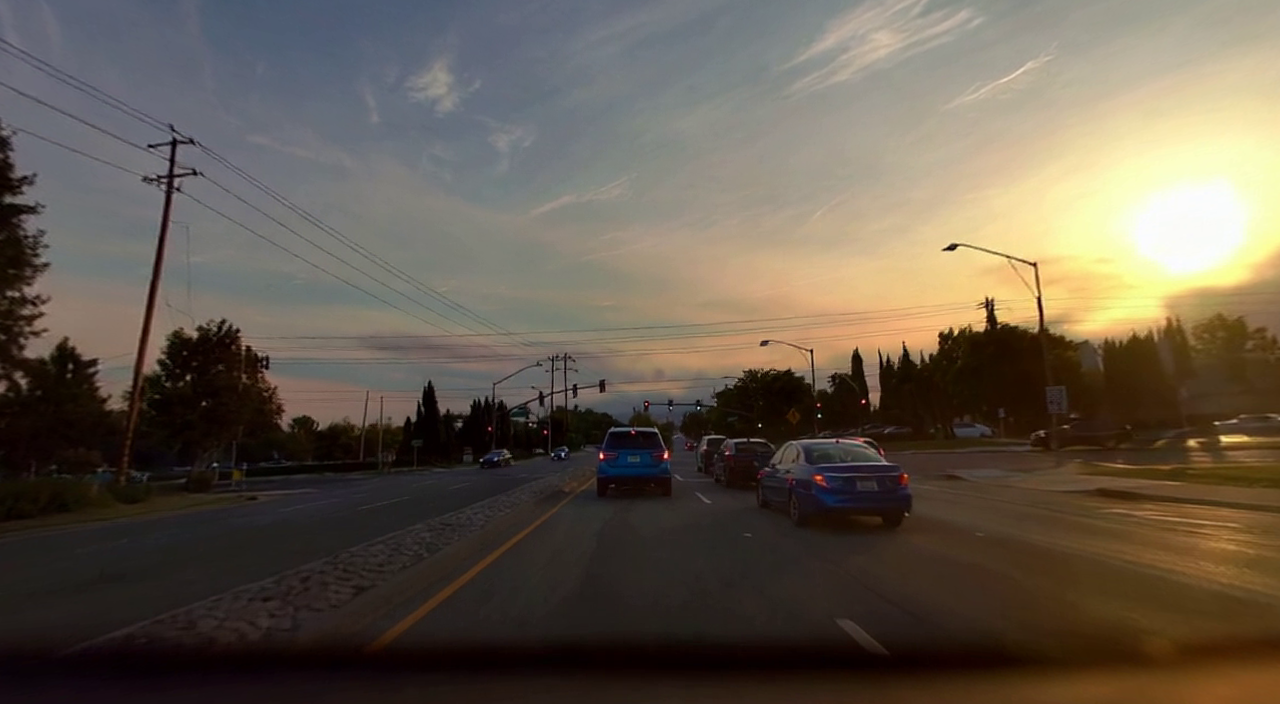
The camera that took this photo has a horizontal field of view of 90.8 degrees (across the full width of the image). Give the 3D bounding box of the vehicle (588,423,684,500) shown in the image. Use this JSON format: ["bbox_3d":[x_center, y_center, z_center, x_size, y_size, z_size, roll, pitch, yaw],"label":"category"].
[{"bbox_3d":[-0.120,2.958,17.354,2.300,1.821,4.254,0,-9,-1],"label":"vehicle"}]

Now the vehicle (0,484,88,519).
[{"bbox_3d":[-32.673,7.995,33.803,4.224,1.614,2.123,-1,-9,1],"label":"vehicle"}]

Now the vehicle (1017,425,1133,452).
[{"bbox_3d":[33.663,6.786,49.065,7.088,1.918,2.678,-7,-11,38],"label":"vehicle"}]

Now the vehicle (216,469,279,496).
[{"bbox_3d":[-25.413,8.414,40.900,3.826,1.522,1.741,-5,-9,29],"label":"vehicle"}]

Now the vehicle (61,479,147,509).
[{"bbox_3d":[-33.361,8.847,39.394,3.637,1.483,2.007,-2,-6,1],"label":"vehicle"}]

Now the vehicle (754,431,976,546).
[{"bbox_3d":[3.317,2.103,10.474,1.984,1.462,4.513,0,-9,0],"label":"vehicle"}]
